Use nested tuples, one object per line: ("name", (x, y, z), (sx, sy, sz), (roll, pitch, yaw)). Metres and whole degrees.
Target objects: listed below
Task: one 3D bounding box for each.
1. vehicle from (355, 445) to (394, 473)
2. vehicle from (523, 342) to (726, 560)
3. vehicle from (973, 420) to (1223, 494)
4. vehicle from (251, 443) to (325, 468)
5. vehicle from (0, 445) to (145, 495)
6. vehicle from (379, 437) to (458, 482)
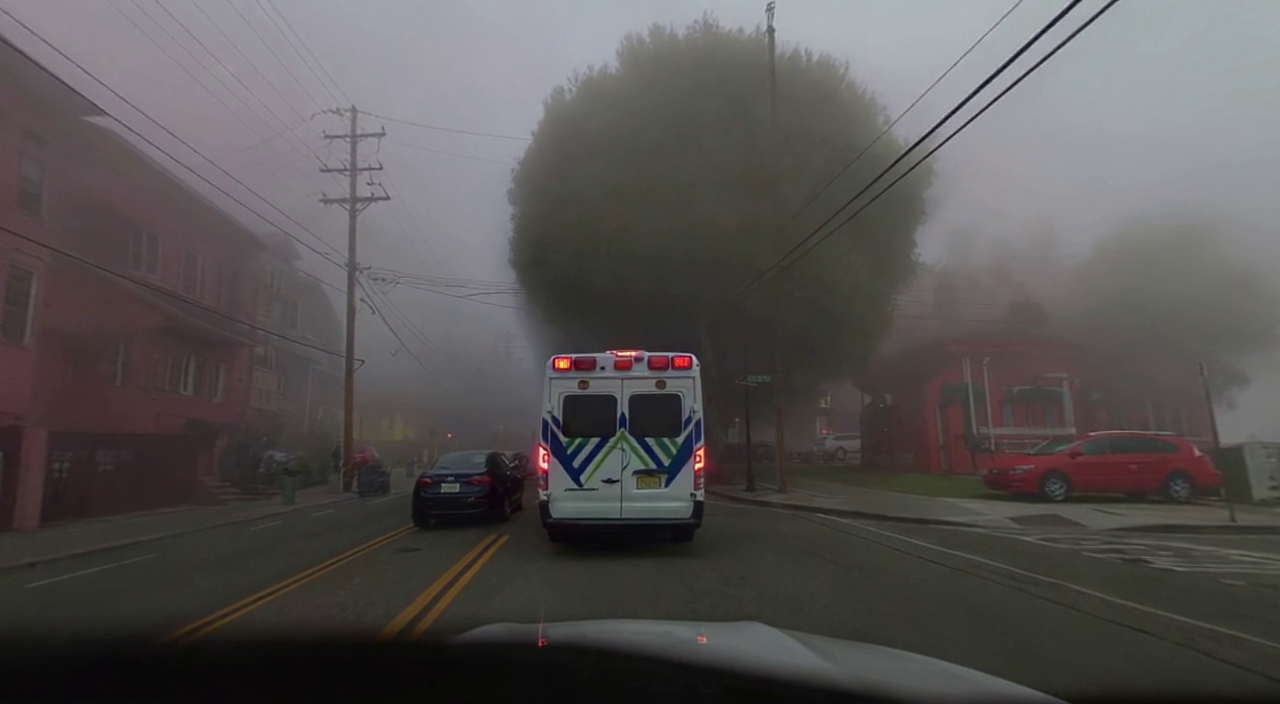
("vehicle", (-15.267, 6.084, 36.226), (1.855, 1.511, 4.167), (4, -9, -25))
("vehicle", (-0.203, 1.586, 10.492), (2.444, 2.640, 5.482), (0, -8, 0))
("vehicle", (13.029, 3.042, 18.450), (5.270, 1.966, 2.329), (-2, -9, 11))
("vehicle", (-26.099, 7.656, 47.009), (4.616, 1.738, 1.974), (4, -9, -25))
("vehicle", (-18.950, 3.755, 20.284), (4.412, 1.468, 1.914), (0, -8, -3))
("vehicle", (-9.977, 4.745, 28.225), (2.290, 1.776, 4.947), (5, -10, -31))
